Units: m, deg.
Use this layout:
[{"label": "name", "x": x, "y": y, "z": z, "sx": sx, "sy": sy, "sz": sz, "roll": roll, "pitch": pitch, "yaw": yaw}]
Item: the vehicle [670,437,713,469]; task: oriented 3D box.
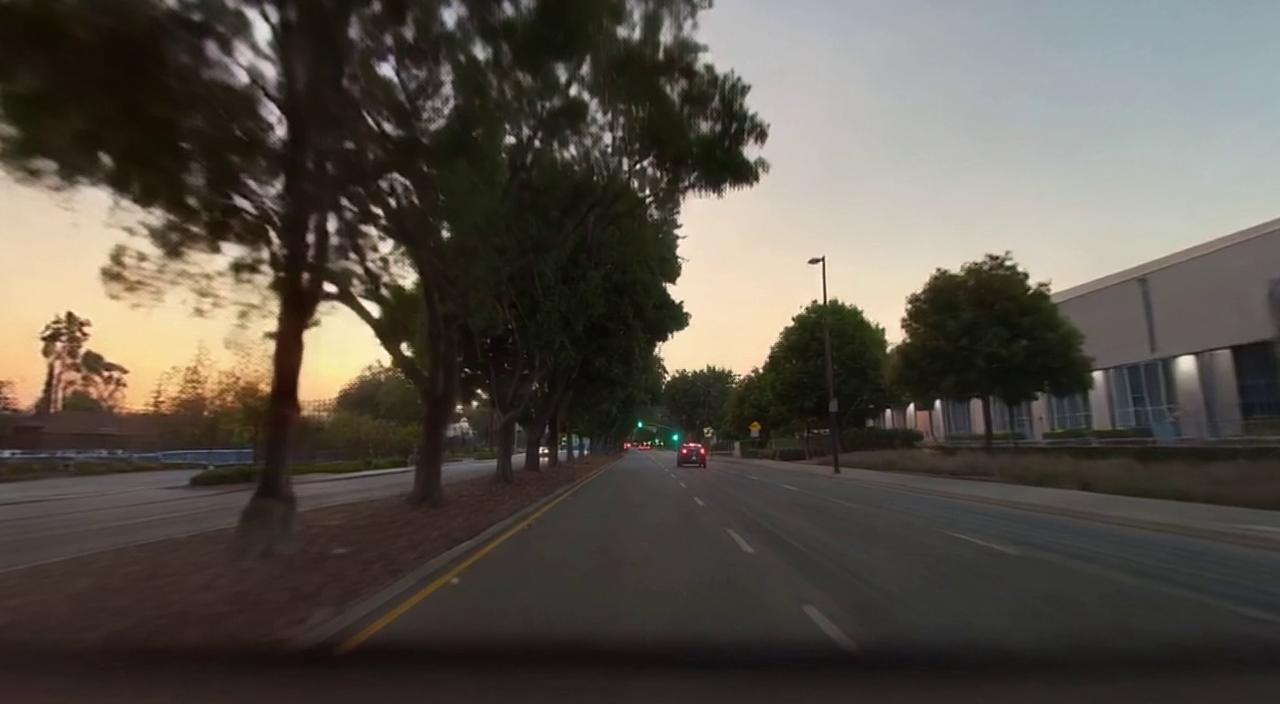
[{"label": "vehicle", "x": 3.068, "y": 6.174, "z": 38.809, "sx": 2.085, "sy": 1.828, "sz": 5.383, "roll": 0, "pitch": -8, "yaw": -1}]
